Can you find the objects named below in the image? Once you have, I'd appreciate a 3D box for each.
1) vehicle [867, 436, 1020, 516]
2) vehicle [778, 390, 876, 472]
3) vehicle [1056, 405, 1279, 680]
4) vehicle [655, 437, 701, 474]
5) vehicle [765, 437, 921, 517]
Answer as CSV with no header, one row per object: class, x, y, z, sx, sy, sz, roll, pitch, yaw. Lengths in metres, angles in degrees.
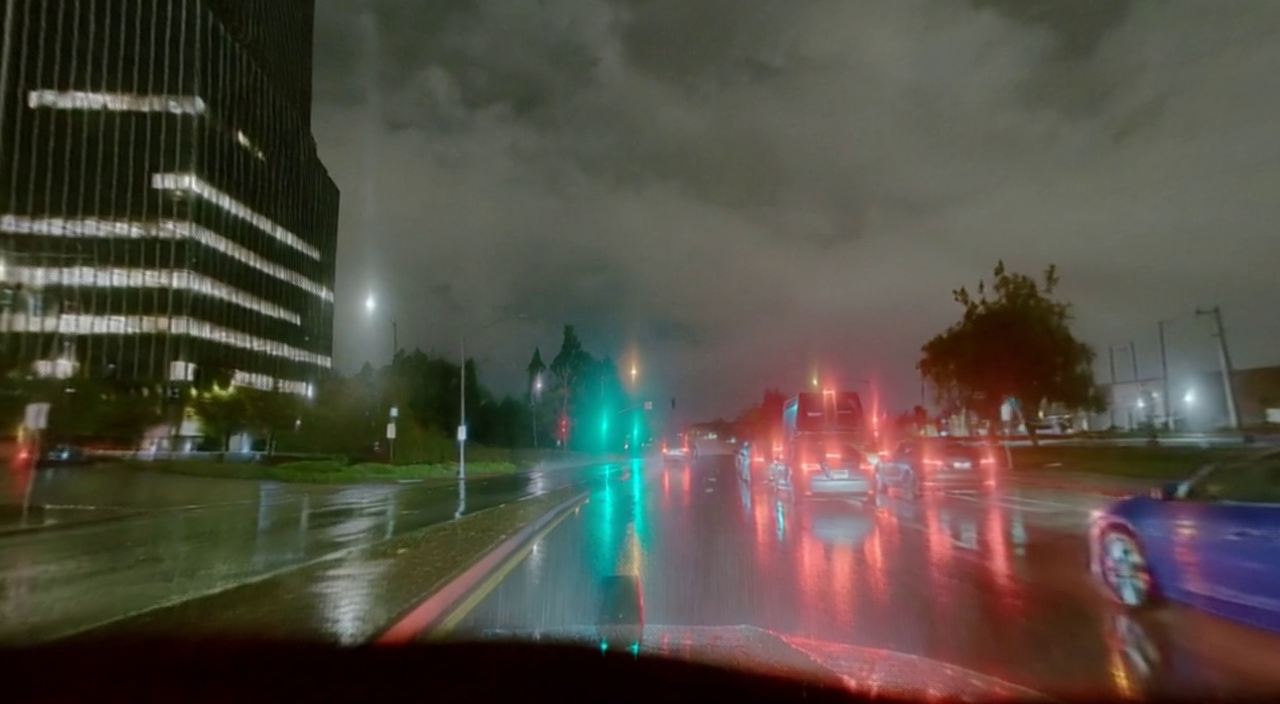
vehicle,7.024,2.871,15.097,1.983,1.628,3.885,-1,-9,5
vehicle,9.864,4.546,35.010,3.128,3.616,13.736,-1,-9,8
vehicle,4.800,1.101,3.524,2.089,1.609,4.922,-1,-9,8
vehicle,1.972,5.188,31.899,2.121,1.728,4.161,-1,-9,6
vehicle,4.408,2.765,14.459,2.183,1.553,3.923,0,-9,-1
